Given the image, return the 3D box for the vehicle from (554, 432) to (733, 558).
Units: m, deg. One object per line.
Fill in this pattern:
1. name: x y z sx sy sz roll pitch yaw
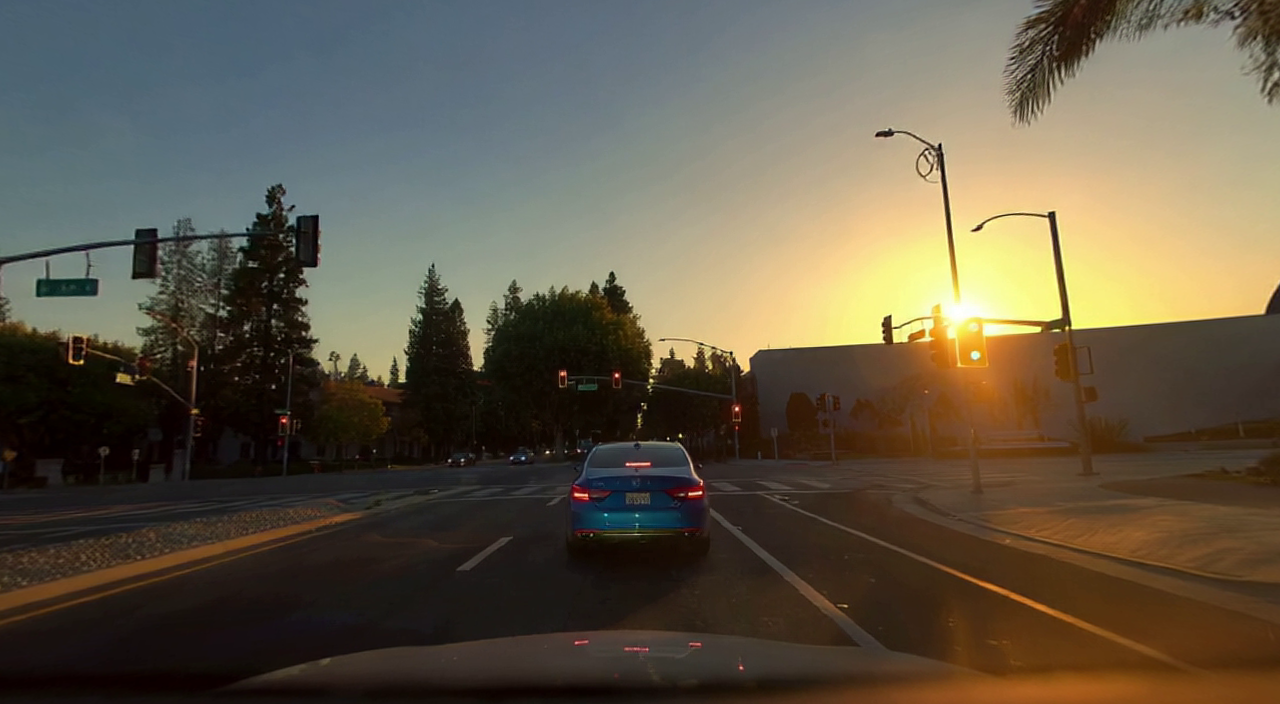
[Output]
1. vehicle: 0.007 1.997 9.532 2.107 1.470 3.974 0 -9 -1
